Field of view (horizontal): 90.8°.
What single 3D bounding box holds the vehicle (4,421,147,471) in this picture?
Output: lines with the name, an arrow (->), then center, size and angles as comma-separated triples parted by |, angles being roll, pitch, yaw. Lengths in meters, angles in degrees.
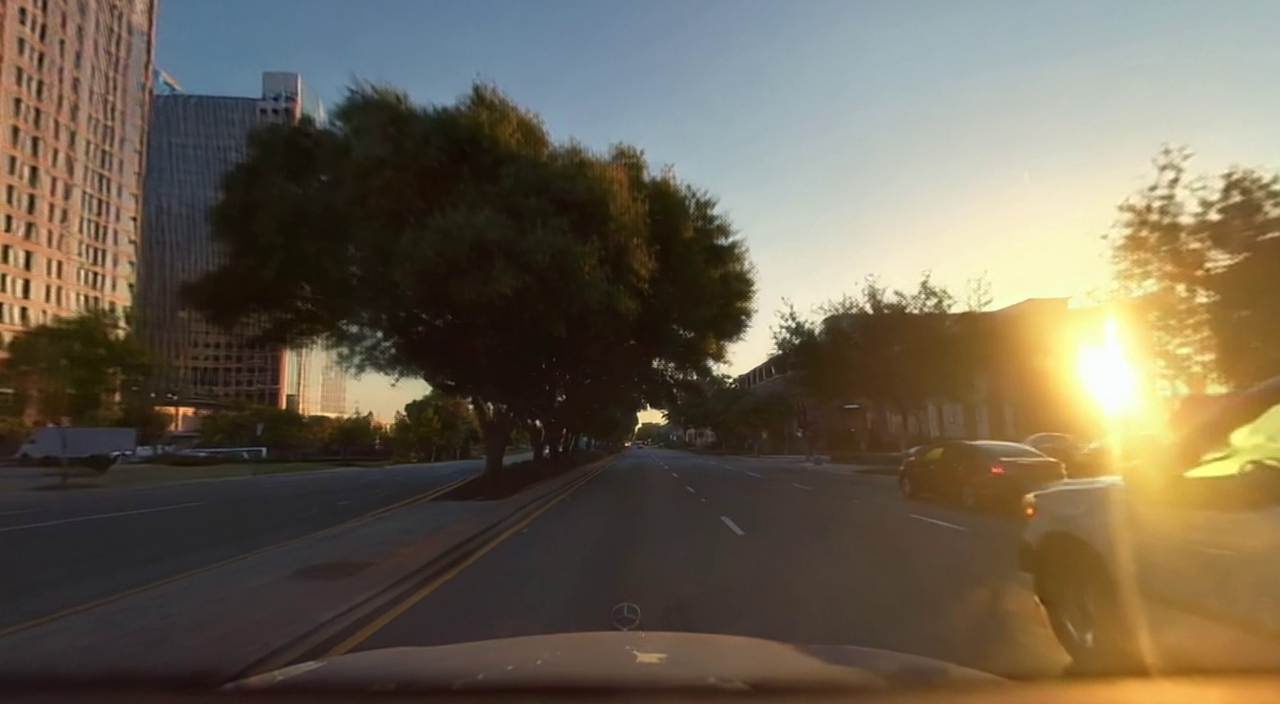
vehicle -> -34.845, 5.817, 39.200 | 6.180, 2.962, 2.395 | 0, -9, -4

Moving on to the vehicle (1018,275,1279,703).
vehicle -> 3.809, 0.545, 1.579 | 2.505, 1.971, 5.162 | 0, -9, 0
